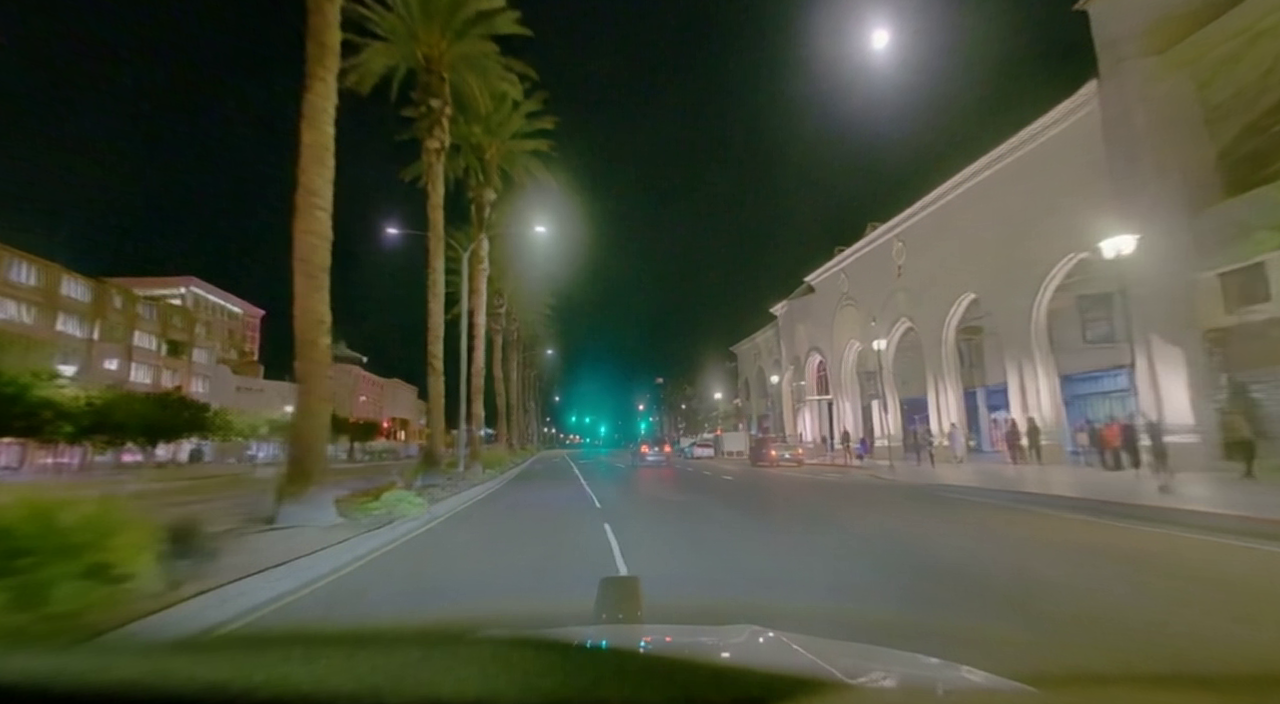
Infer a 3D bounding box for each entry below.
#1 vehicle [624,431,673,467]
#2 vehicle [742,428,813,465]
[{"bbox_3d":[0.369,5.921,38.728,2.284,2.010,6.670,0,-8,-6],"label":"vehicle"},{"bbox_3d":[8.145,5.694,38.191,2.417,2.030,5.711,1,-8,-7],"label":"vehicle"}]
